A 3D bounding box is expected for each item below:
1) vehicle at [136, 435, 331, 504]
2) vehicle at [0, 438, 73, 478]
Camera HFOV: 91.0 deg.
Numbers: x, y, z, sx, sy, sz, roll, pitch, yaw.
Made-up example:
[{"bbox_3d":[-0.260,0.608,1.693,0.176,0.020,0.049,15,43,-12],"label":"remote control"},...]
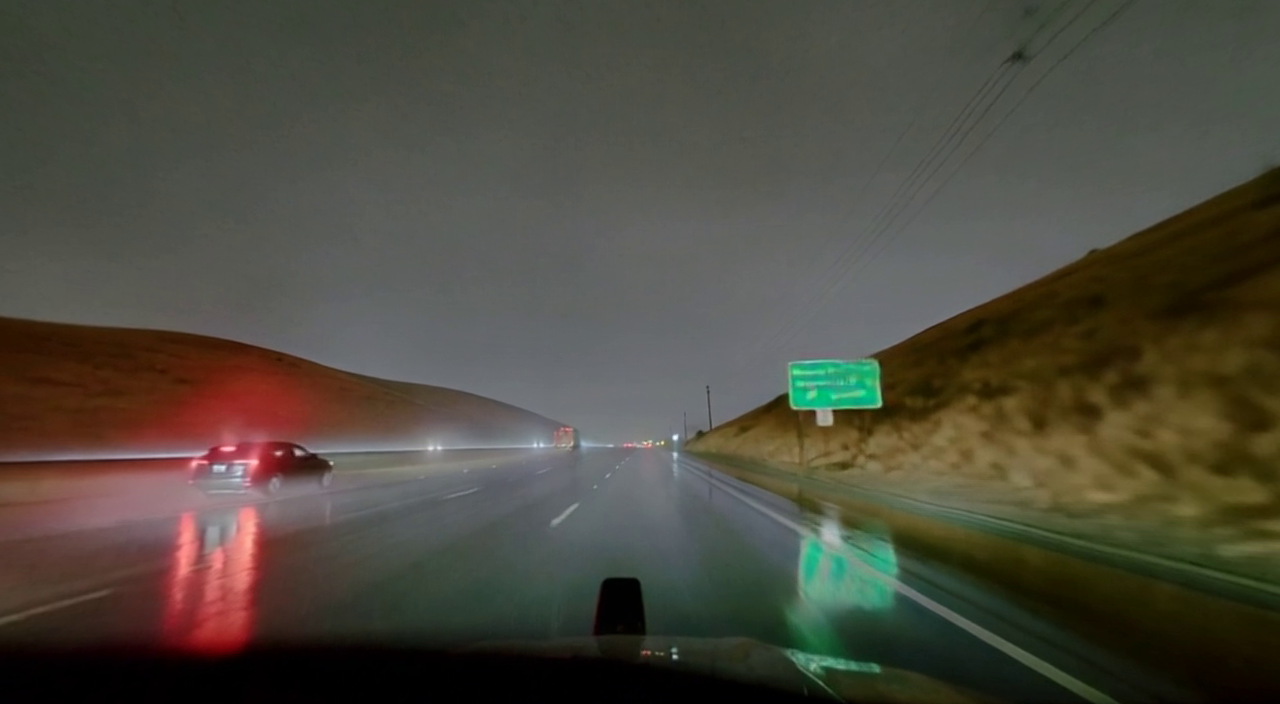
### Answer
[{"bbox_3d":[-10.622,3.092,17.049,1.971,1.558,4.847,0,-9,1],"label":"vehicle"},{"bbox_3d":[-28.324,4.669,27.873,1.774,1.718,4.776,0,-9,2],"label":"vehicle"}]
